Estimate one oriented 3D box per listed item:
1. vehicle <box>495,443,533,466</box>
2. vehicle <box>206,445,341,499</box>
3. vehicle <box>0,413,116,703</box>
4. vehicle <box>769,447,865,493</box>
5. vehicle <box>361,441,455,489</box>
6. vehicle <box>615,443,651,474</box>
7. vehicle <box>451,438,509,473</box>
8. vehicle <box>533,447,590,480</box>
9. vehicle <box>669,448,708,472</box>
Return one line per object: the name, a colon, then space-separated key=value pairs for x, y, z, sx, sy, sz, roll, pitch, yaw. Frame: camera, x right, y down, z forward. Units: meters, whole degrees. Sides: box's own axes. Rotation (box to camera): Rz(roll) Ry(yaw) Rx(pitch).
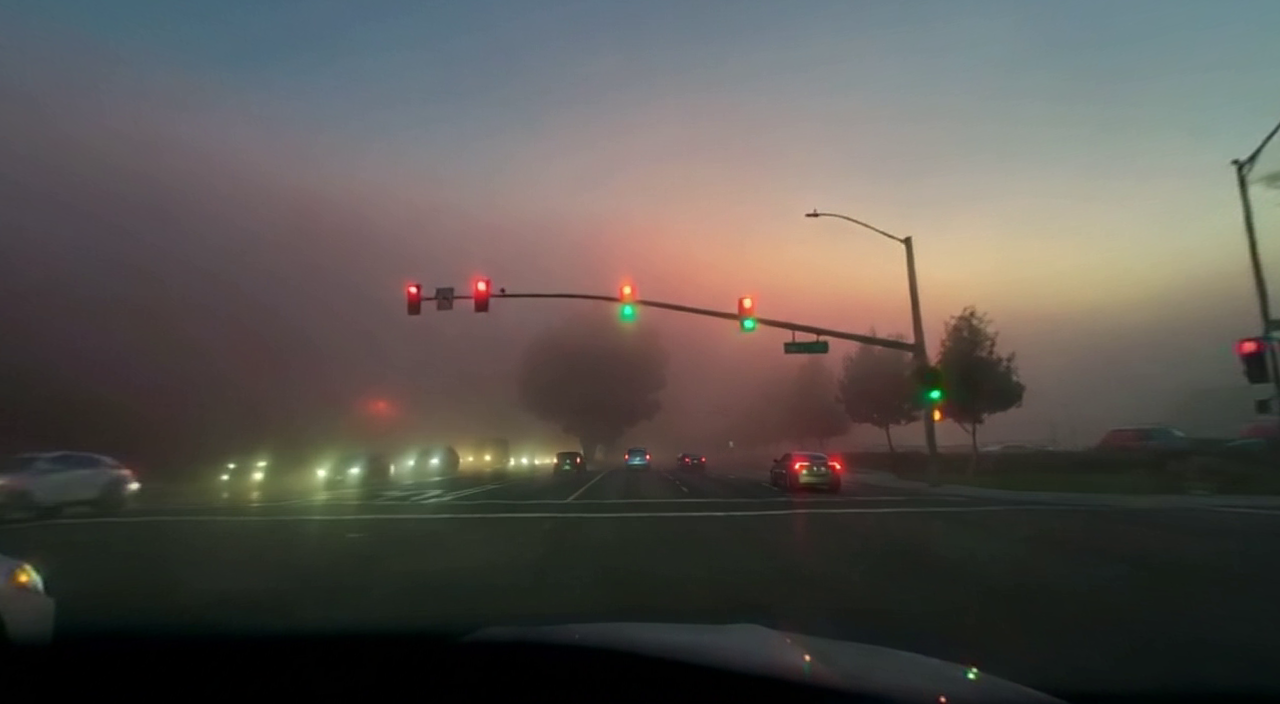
vehicle: x=-9.371 y=7.685 z=47.426 sx=2.026 sy=1.639 sz=4.496 roll=0 pitch=-8 yaw=-1
vehicle: x=-12.159 y=3.967 z=21.389 sx=1.975 sy=1.450 sz=4.561 roll=-4 pitch=-8 yaw=-1
vehicle: x=-3.658 y=0.749 z=0.947 sx=2.018 sy=1.476 sz=4.364 roll=0 pitch=-8 yaw=-1
vehicle: x=6.198 y=4.177 z=22.746 sx=2.028 sy=1.451 sz=4.625 roll=0 pitch=-8 yaw=-2
vehicle: x=-8.975 y=4.348 z=24.836 sx=1.929 sy=1.492 sz=4.430 roll=-5 pitch=-7 yaw=1
vehicle: x=-0.356 y=6.275 z=37.417 sx=2.008 sy=1.716 sz=4.125 roll=0 pitch=-8 yaw=0
vehicle: x=-9.211 y=5.960 z=36.745 sx=2.185 sy=1.752 sz=4.599 roll=-4 pitch=-8 yaw=0
vehicle: x=-3.699 y=5.332 z=30.570 sx=2.163 sy=1.474 sz=4.413 roll=0 pitch=-8 yaw=1
vehicle: x=2.978 y=6.739 z=39.631 sx=2.014 sy=1.430 sz=4.103 roll=0 pitch=-8 yaw=-2
